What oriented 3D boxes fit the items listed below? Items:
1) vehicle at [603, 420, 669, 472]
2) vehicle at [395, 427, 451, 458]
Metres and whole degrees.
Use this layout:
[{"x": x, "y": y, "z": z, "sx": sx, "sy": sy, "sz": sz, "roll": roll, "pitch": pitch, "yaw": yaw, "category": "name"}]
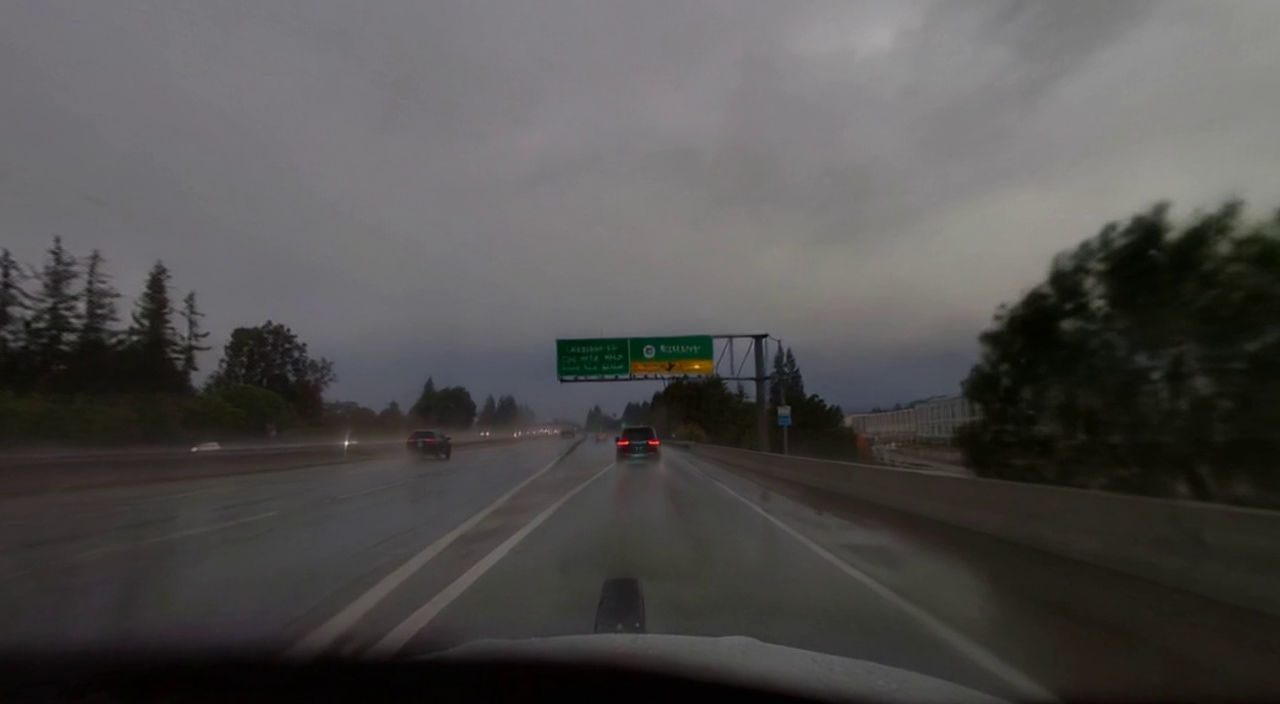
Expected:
[{"x": -0.184, "y": 4.005, "z": 27.017, "sx": 2.497, "sy": 1.957, "sz": 5.432, "roll": 0, "pitch": -8, "yaw": -1, "category": "vehicle"}, {"x": -14.760, "y": 6.233, "z": 43.334, "sx": 2.289, "sy": 1.955, "sz": 5.147, "roll": 0, "pitch": -8, "yaw": -4, "category": "vehicle"}]
